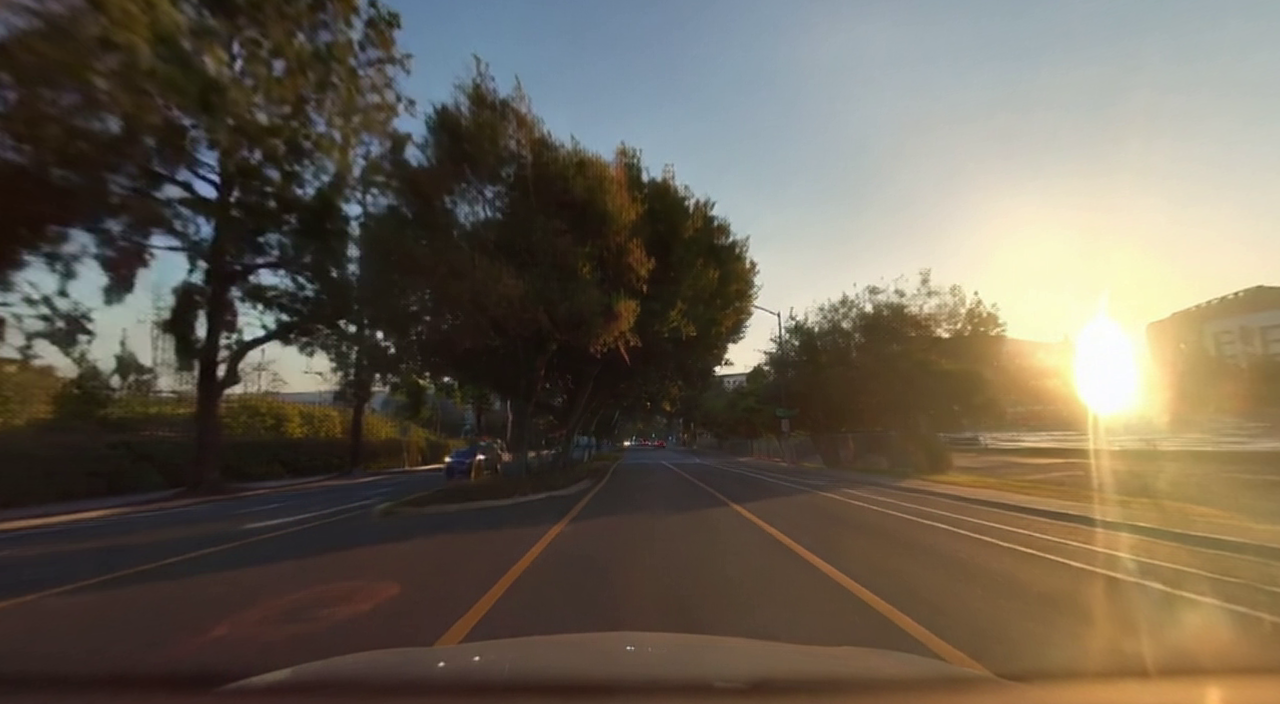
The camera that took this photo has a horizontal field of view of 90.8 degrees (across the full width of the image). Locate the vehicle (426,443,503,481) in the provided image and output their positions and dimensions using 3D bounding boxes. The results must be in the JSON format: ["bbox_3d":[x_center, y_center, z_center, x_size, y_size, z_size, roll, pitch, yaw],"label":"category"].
[{"bbox_3d":[-7.543,4.762,27.655,2.055,1.478,4.842,0,-8,-1],"label":"vehicle"}]
